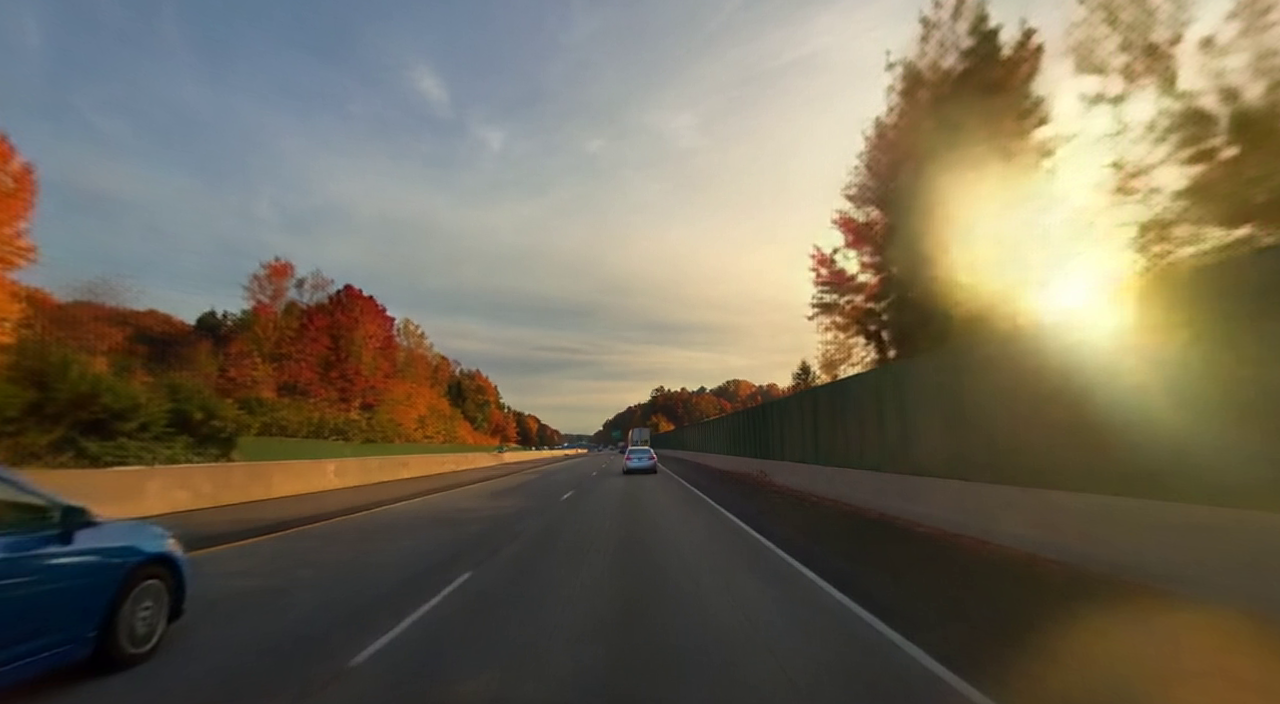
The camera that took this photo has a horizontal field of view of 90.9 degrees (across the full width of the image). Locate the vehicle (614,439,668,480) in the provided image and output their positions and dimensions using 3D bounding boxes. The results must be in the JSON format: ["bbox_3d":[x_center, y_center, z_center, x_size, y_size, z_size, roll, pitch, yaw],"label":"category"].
[{"bbox_3d":[0.002,4.416,26.181,2.057,1.516,4.065,0,-8,-1],"label":"vehicle"}]

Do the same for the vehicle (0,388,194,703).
[{"bbox_3d":[-3.906,0.803,1.924,2.054,1.536,4.128,0,-8,-1],"label":"vehicle"}]
